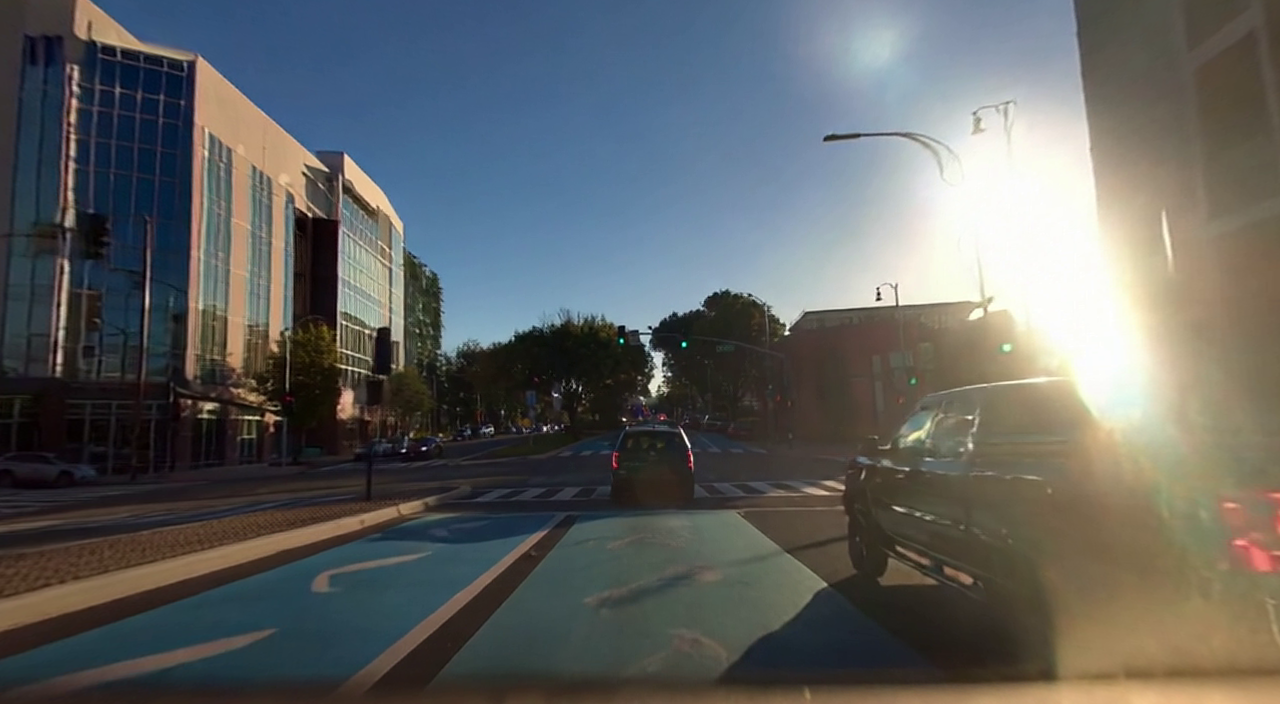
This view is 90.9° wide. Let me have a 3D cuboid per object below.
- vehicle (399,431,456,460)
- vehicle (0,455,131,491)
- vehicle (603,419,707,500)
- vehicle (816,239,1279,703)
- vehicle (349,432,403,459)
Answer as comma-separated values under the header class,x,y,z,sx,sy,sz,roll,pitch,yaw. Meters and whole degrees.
class,x,y,z,sx,sy,sz,roll,pitch,yaw
vehicle,-13.470,5.978,40.227,2.062,1.697,4.321,0,-9,1
vehicle,-27.614,5.739,30.330,1.857,1.535,4.900,-1,-9,4
vehicle,0.314,2.698,16.074,2.283,1.773,4.255,0,-9,0
vehicle,3.383,1.002,4.368,2.487,2.048,6.443,0,-9,0
vehicle,-19.312,6.868,46.323,2.060,1.867,4.626,0,-9,-2
